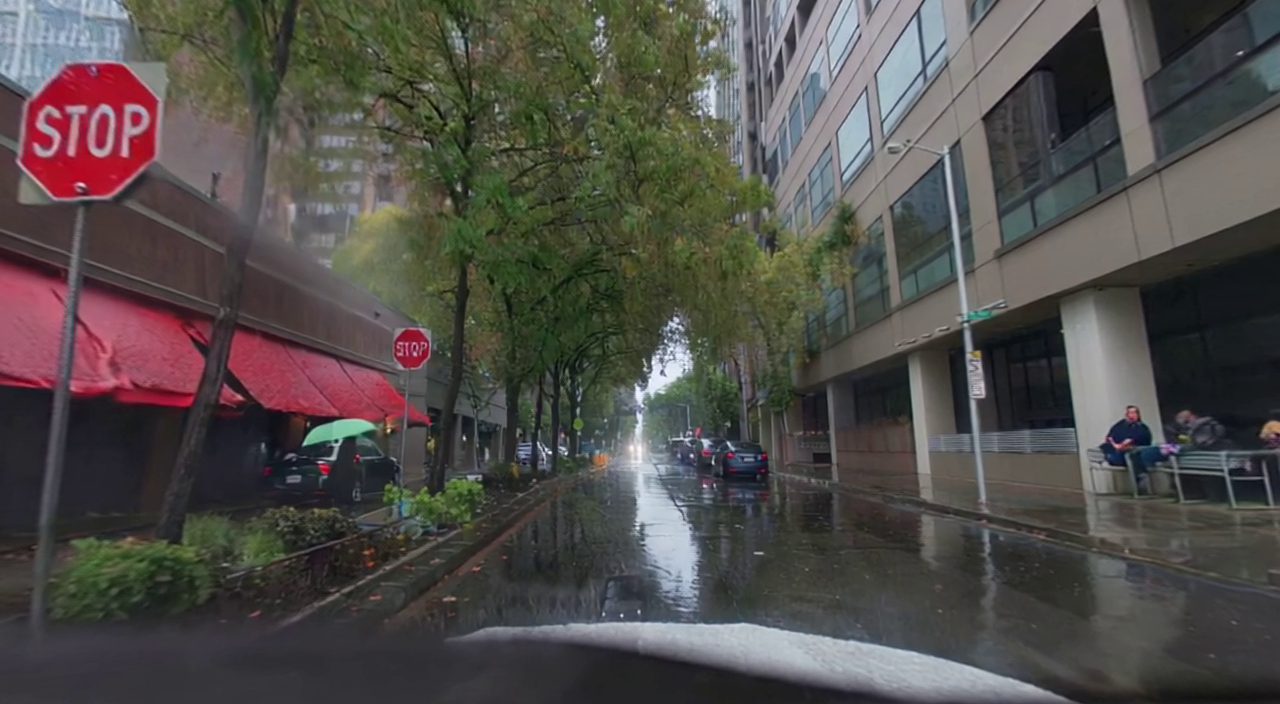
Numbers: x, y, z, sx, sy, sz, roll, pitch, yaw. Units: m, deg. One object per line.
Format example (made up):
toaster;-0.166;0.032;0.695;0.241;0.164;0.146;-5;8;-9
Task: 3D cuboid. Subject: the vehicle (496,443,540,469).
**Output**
vehicle;-8.842;7.560;46.193;2.256;1.802;4.333;0;-8;2

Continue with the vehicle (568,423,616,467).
vehicle;-2.973;5.997;40.620;2.317;2.596;6.053;0;-8;3

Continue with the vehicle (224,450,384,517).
vehicle;-8.796;3.441;17.072;2.007;1.503;4.343;0;-8;-1

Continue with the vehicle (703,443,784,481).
vehicle;4.578;4.743;27.538;1.858;1.491;4.329;-5;-10;33
